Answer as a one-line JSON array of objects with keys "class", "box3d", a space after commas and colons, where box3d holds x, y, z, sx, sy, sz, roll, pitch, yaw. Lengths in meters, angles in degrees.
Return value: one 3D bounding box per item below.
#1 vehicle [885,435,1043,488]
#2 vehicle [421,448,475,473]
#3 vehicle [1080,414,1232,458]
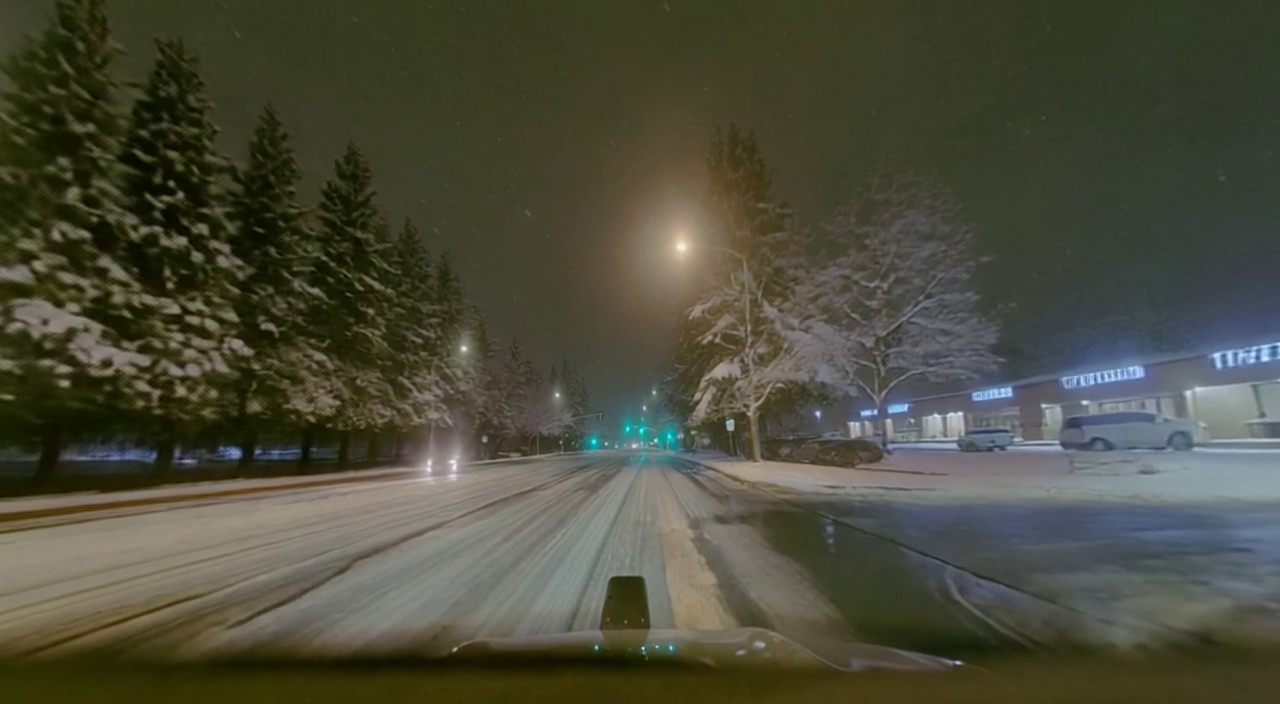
[{"class": "vehicle", "box3d": [11.105, 3.763, 21.872, 4.361, 1.462, 1.857, -4, -8, 1]}, {"class": "vehicle", "box3d": [-13.290, 7.505, 43.866, 2.044, 1.514, 4.704, -3, -9, 4]}, {"class": "vehicle", "box3d": [22.688, 3.706, 27.855, 4.759, 1.564, 2.117, -4, -8, 0]}]
